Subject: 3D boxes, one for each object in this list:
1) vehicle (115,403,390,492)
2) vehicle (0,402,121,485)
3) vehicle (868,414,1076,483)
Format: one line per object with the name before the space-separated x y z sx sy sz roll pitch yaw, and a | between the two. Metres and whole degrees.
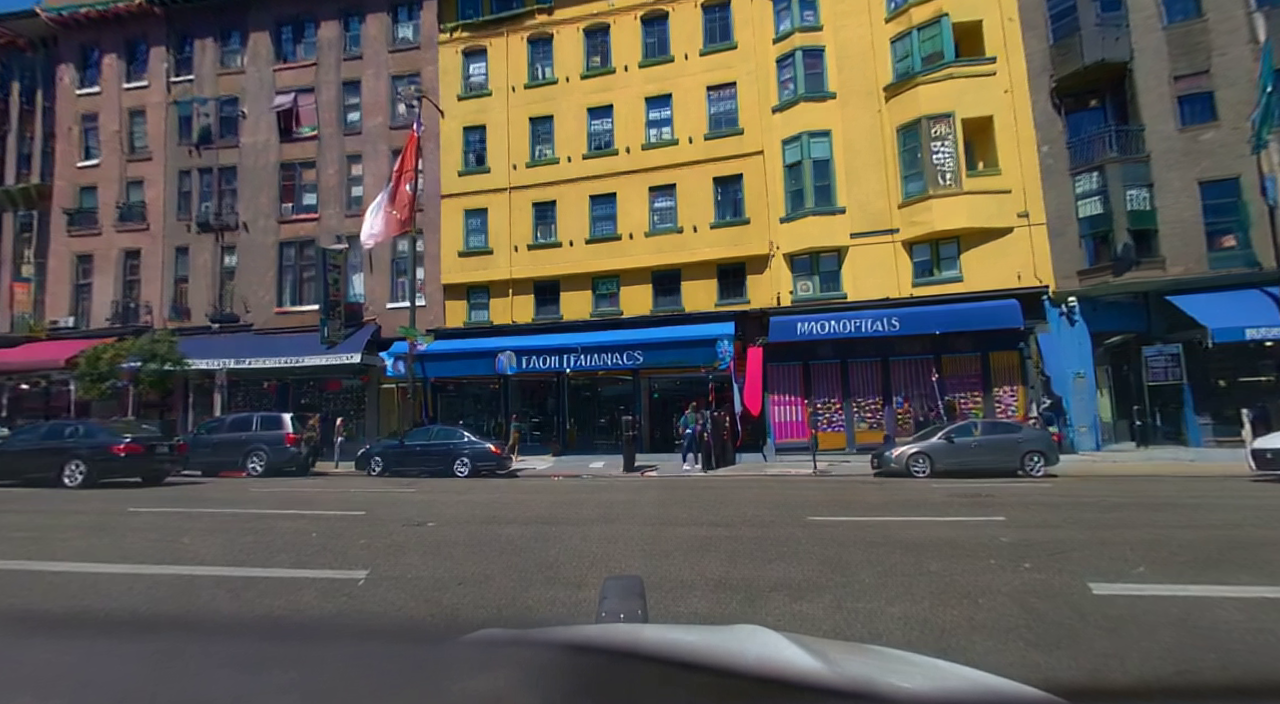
vehicle | -7.258 1.817 11.985 4.330 1.458 1.932 -3 -9 16
vehicle | -13.922 1.912 13.113 4.597 1.544 2.158 -1 -9 7
vehicle | 8.625 2.563 16.770 4.410 1.687 1.834 -1 -9 5
